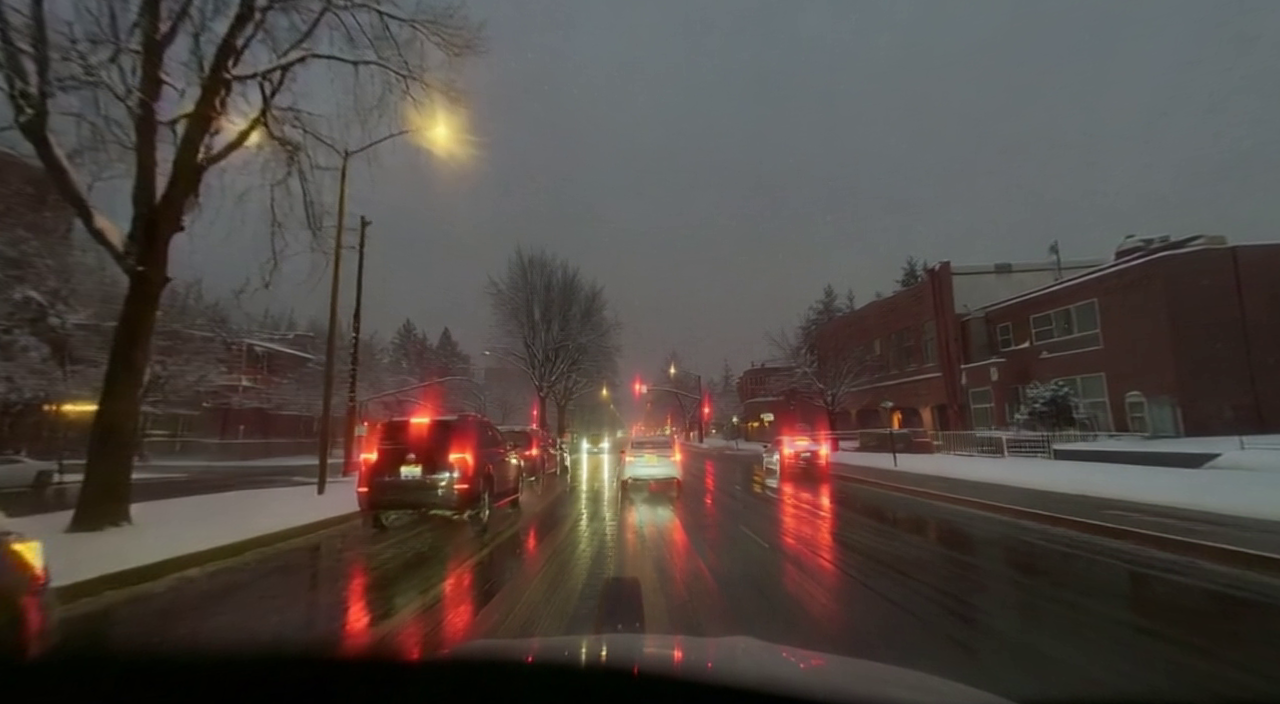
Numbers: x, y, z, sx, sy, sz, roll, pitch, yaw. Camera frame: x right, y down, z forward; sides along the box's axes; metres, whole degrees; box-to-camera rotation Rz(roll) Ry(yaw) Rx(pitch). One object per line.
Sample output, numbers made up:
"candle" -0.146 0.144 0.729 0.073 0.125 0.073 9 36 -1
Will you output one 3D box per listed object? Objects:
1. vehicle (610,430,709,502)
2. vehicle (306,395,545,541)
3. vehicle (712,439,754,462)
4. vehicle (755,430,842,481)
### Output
"vehicle" 0.353 2.859 16.199 2.201 1.589 3.843 0 -9 -3
"vehicle" -3.277 1.928 11.006 2.487 1.978 4.628 0 -9 1
"vehicle" 6.346 6.810 43.640 1.986 1.477 4.510 0 -9 -2
"vehicle" 6.418 4.260 26.220 2.300 1.903 4.579 0 -9 -1
